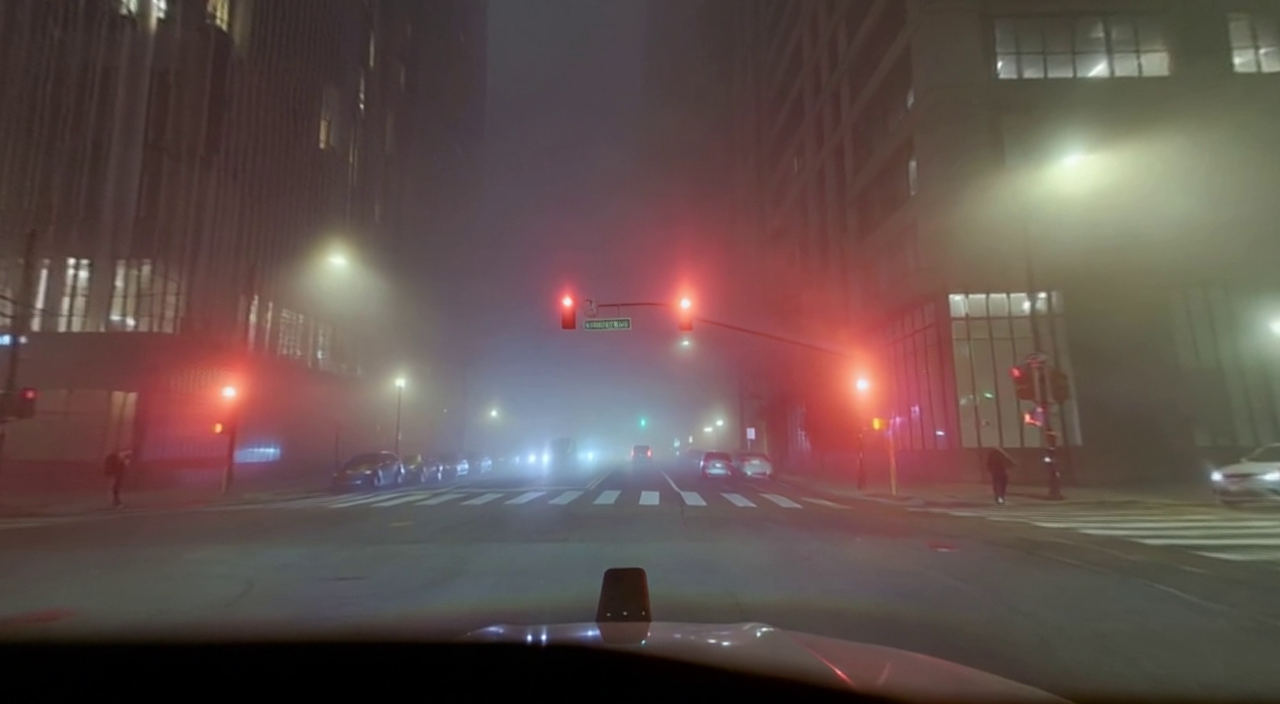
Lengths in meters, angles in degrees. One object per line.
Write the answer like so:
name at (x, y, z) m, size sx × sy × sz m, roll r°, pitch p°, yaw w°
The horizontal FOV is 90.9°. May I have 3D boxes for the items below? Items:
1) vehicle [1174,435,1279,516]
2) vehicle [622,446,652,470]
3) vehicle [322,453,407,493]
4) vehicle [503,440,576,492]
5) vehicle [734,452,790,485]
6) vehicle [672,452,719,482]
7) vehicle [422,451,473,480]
vehicle at (17.373, 3.159, 16.572) m, size 4.589 × 1.910 × 2.162 m, roll -1°, pitch -8°, yaw -1°
vehicle at (-0.228, 8.113, 48.660) m, size 2.165 × 1.749 × 4.078 m, roll 0°, pitch -8°, yaw 0°
vehicle at (-12.727, 5.605, 29.492) m, size 2.118 × 1.644 × 4.188 m, roll 0°, pitch -8°, yaw -1°
vehicle at (-3.887, 4.452, 25.211) m, size 2.176 × 1.804 × 4.740 m, roll -2°, pitch -8°, yaw 0°
vehicle at (5.975, 5.751, 31.494) m, size 1.882 × 1.479 × 4.652 m, roll 0°, pitch -8°, yaw 0°
vehicle at (2.742, 5.776, 31.983) m, size 1.919 × 1.371 × 3.583 m, roll 0°, pitch -8°, yaw -2°
vehicle at (-12.297, 7.256, 40.624) m, size 1.854 × 1.727 × 4.426 m, roll 0°, pitch -8°, yaw 1°
